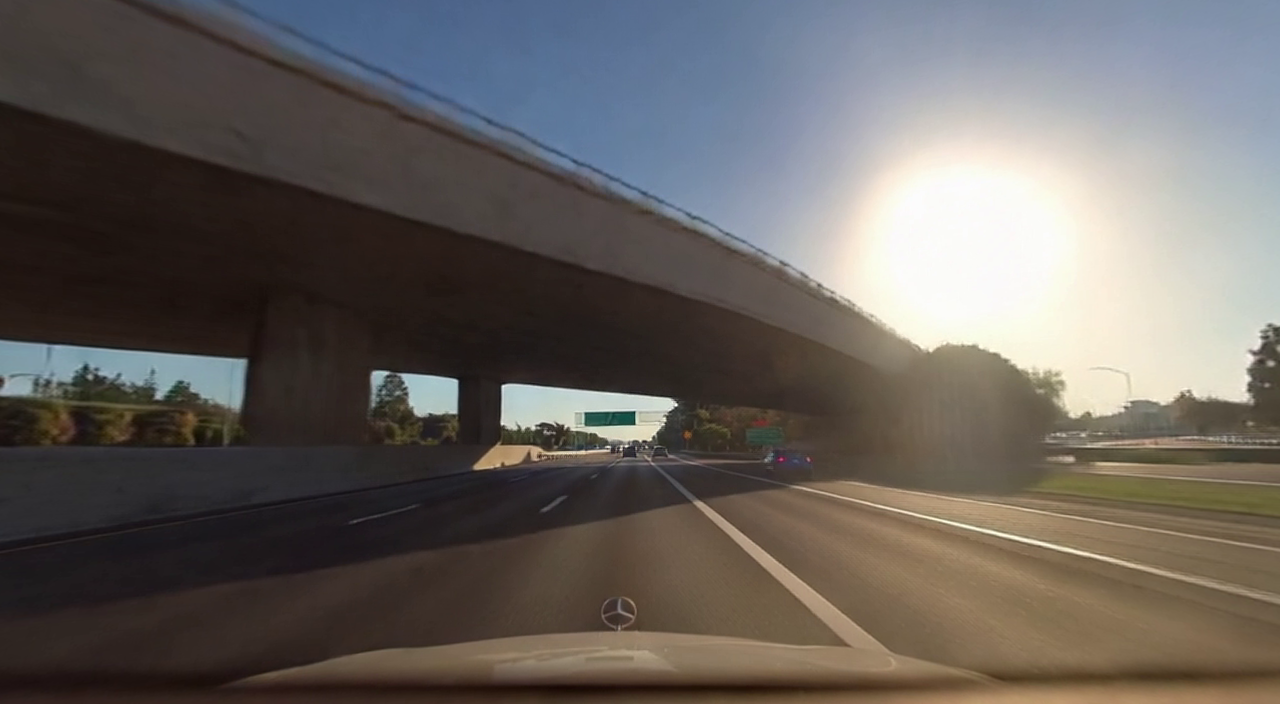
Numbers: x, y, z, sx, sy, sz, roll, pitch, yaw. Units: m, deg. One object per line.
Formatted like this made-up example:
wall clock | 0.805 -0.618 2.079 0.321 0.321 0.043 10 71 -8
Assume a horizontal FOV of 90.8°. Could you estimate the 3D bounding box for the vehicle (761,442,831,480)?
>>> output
vehicle | 6.801 4.769 28.025 1.958 1.498 4.447 0 -8 0
